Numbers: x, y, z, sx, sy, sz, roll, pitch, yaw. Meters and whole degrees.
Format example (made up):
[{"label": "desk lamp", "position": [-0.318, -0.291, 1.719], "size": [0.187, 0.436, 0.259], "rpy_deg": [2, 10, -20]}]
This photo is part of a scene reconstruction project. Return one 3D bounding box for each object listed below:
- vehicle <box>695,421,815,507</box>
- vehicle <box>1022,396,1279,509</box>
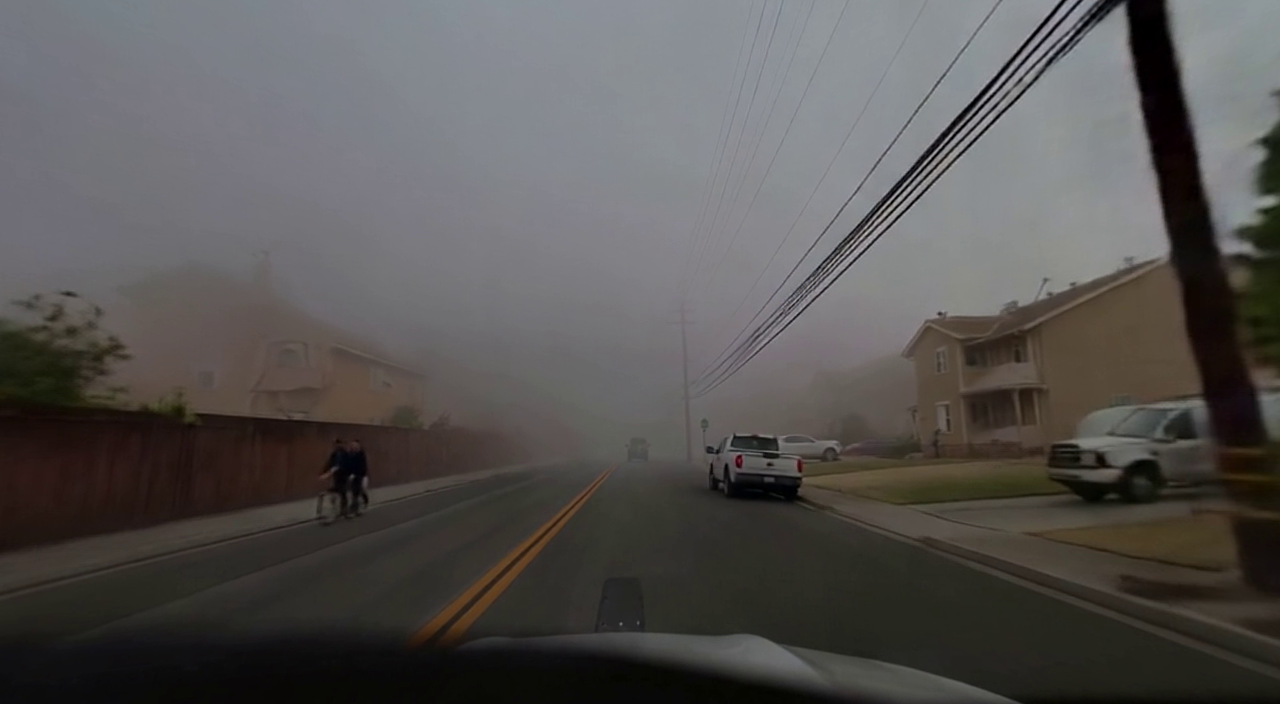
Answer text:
[{"label": "vehicle", "position": [3.084, 3.169, 18.364], "size": [2.278, 1.933, 5.860], "rpy_deg": [4, -9, 0]}, {"label": "vehicle", "position": [11.131, 1.932, 12.282], "size": [5.846, 1.971, 2.273], "rpy_deg": [0, -8, 1]}]
